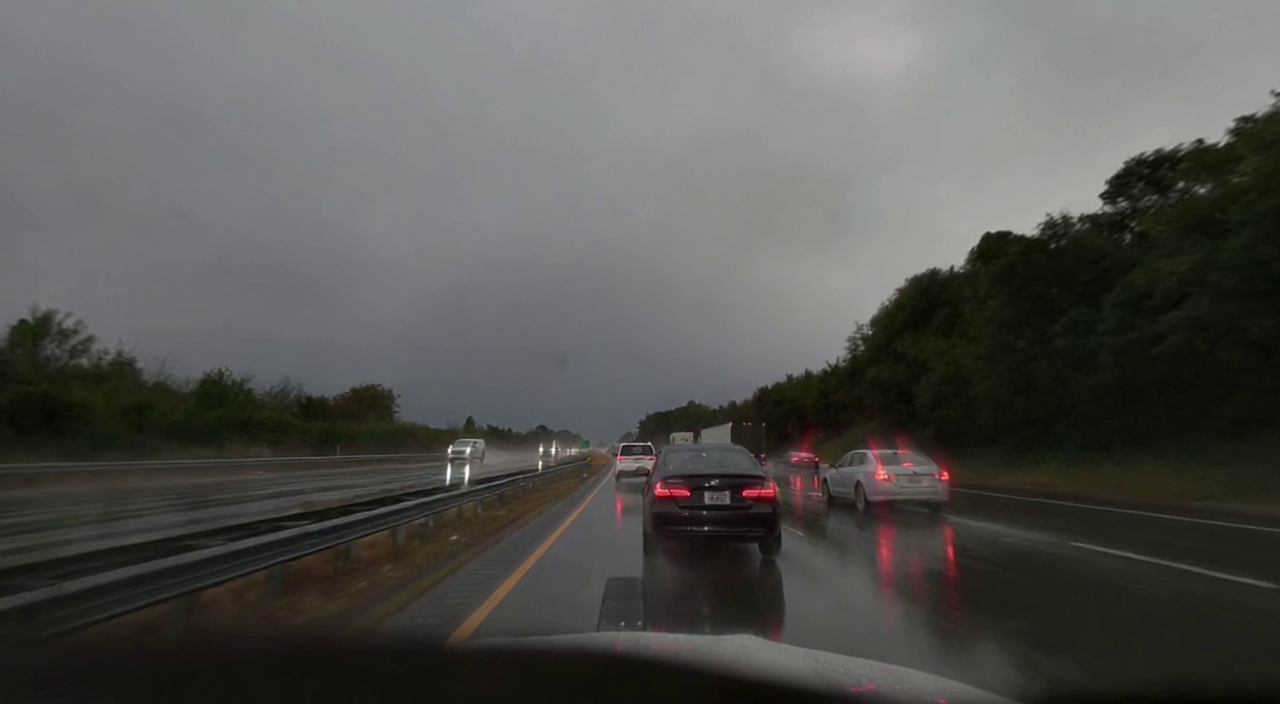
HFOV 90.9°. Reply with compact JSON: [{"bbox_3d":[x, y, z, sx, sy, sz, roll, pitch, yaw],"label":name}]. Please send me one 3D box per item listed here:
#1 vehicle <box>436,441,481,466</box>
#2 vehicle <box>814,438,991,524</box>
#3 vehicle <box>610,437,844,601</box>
[{"bbox_3d":[-13.152,7.397,45.912,1.991,1.677,4.499,0,-9,-1],"label":"vehicle"},{"bbox_3d":[5.307,2.645,13.438,1.908,1.500,4.157,0,-9,-1],"label":"vehicle"},{"bbox_3d":[0.719,1.785,7.551,2.094,1.426,3.725,0,-9,-2],"label":"vehicle"}]
